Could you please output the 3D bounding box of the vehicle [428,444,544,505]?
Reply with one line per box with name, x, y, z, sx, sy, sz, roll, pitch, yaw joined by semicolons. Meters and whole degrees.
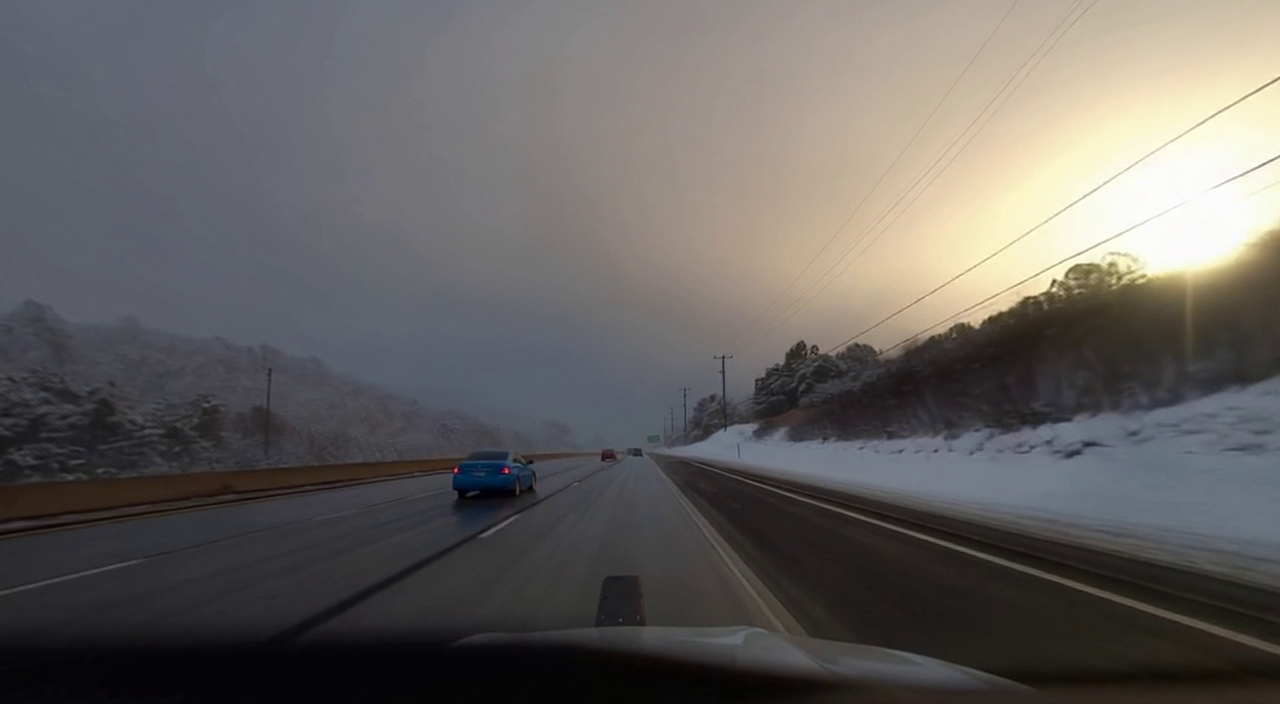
vehicle;-4.246;3.458;18.369;2.064;1.489;4.966;0;-9;1
